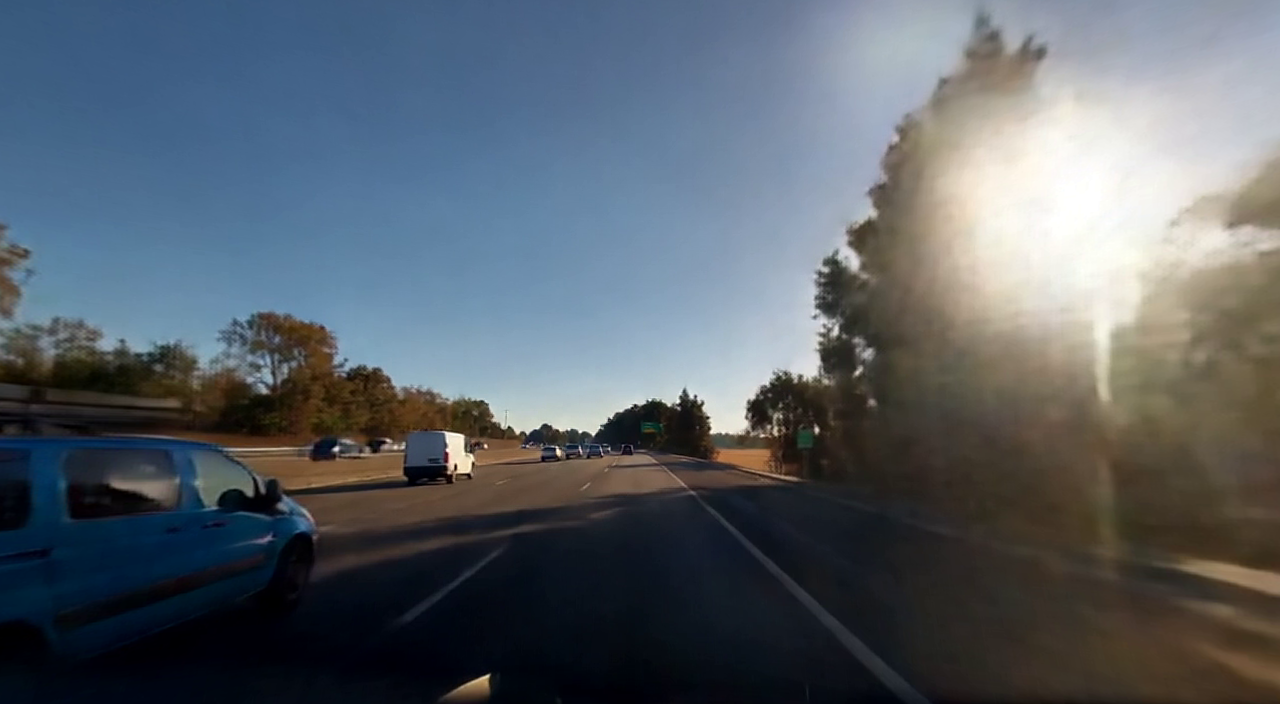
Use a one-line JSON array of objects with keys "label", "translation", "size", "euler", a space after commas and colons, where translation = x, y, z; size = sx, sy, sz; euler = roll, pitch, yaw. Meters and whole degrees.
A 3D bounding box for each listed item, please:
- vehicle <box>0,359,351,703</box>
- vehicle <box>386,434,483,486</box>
[{"label": "vehicle", "translation": [-3.645, 0.968, 3.176], "size": [2.040, 1.679, 4.865], "euler": [0, -9, 0]}, {"label": "vehicle", "translation": [-7.725, 4.107, 24.267], "size": [2.093, 1.752, 4.771], "euler": [0, -9, 0]}]
